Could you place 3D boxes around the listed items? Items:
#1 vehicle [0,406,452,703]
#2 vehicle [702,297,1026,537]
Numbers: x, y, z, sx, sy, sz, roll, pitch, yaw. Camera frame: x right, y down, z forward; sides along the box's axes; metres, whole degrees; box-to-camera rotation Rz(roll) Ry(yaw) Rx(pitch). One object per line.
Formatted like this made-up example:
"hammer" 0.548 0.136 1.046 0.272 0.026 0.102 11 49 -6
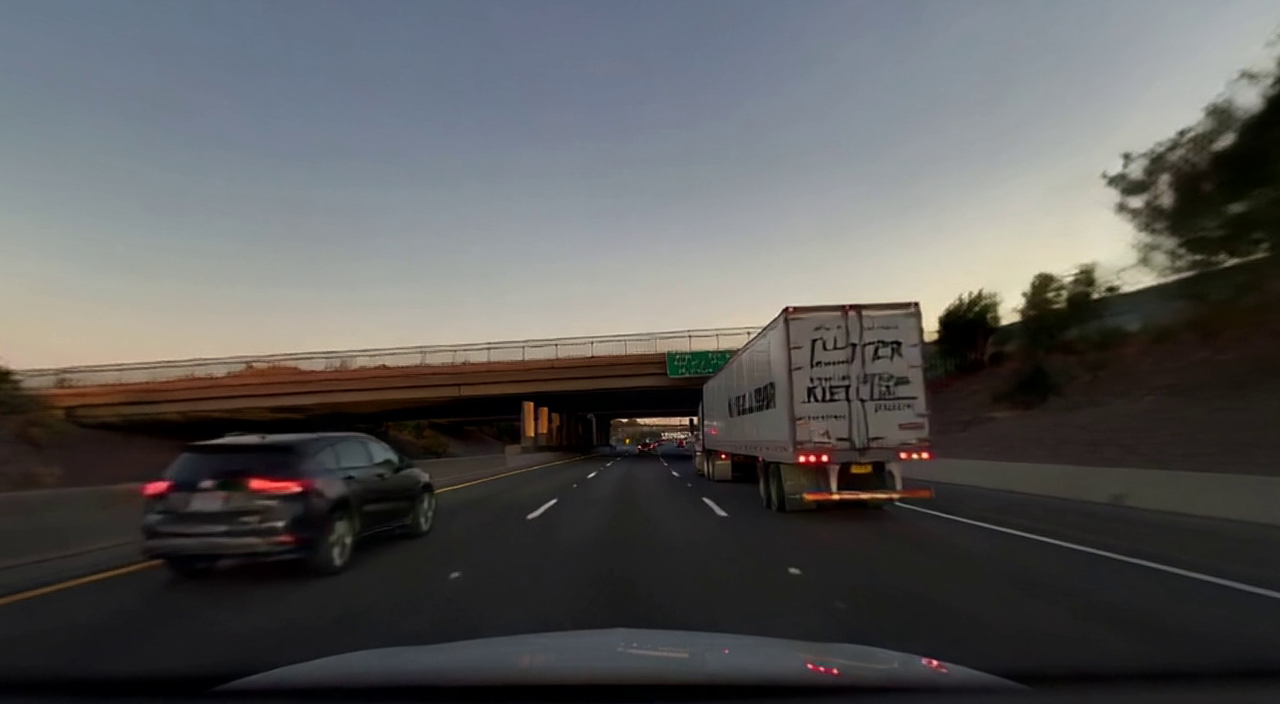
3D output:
"vehicle" -3.373 1.360 5.222 2.276 1.551 4.484 -1 -8 0
"vehicle" 3.857 1.734 15.191 3.306 3.531 11.717 -1 -8 -1
